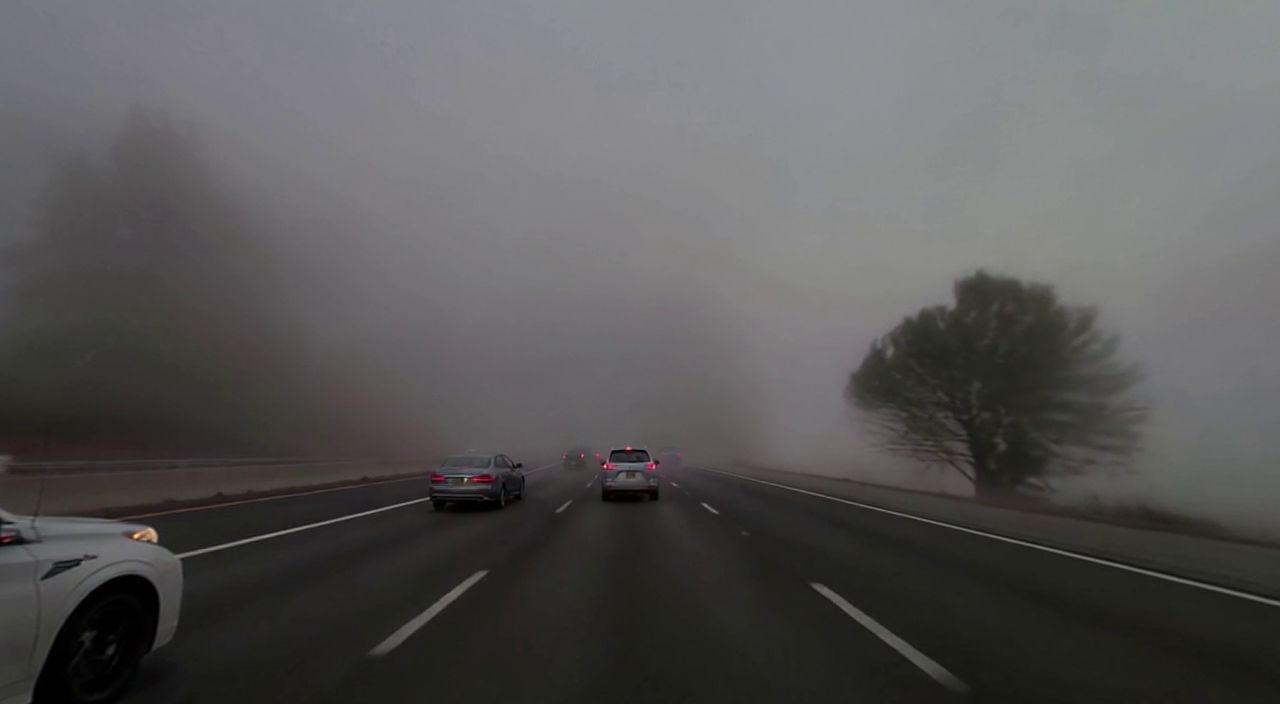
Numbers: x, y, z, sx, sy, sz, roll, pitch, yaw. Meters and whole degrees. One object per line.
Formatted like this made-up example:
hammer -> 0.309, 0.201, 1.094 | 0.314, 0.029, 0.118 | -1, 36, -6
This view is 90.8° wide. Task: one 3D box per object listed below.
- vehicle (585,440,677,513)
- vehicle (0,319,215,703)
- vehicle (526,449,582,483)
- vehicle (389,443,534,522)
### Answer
vehicle -> -0.203, 3.010, 15.579 | 1.996, 1.574, 3.426 | 0, -9, 0
vehicle -> -3.964, 0.620, 1.592 | 2.243, 1.889, 4.949 | 0, -9, 1
vehicle -> -4.011, 5.368, 30.096 | 1.999, 1.484, 4.269 | 0, -9, 1
vehicle -> -3.816, 2.869, 14.397 | 1.988, 1.501, 4.438 | 0, -9, 0
